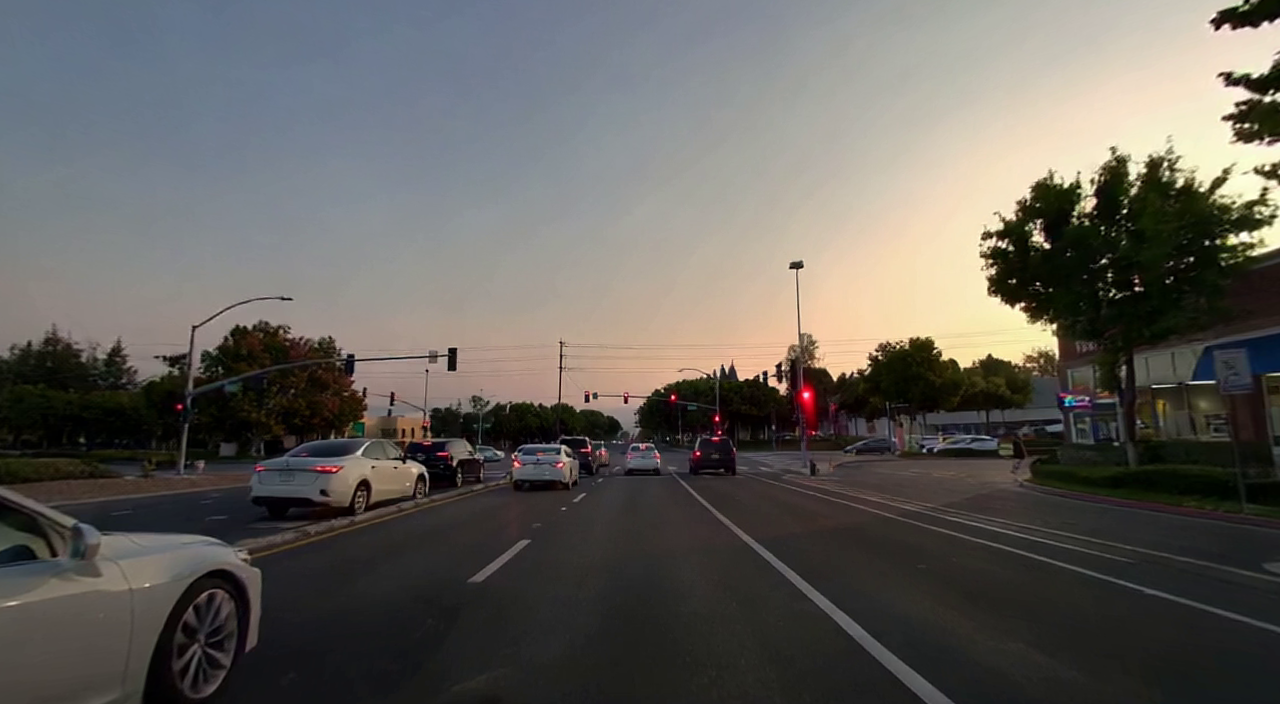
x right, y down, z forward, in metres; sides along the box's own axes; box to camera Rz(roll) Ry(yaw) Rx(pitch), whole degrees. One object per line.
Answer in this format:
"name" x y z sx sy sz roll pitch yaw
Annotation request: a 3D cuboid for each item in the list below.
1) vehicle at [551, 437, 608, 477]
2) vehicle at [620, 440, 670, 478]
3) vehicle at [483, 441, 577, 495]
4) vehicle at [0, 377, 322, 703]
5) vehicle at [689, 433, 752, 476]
"vehicle" -2.715 4.819 29.147 2.072 1.694 4.070 0 -9 2
"vehicle" 0.215 4.659 27.617 2.032 1.499 3.994 0 -9 1
"vehicle" -3.275 3.554 19.622 2.014 1.472 4.357 0 -9 2
"vehicle" -3.132 0.758 1.385 2.249 1.517 4.951 0 -9 0
"vehicle" 3.435 4.480 27.640 2.076 1.691 4.402 0 -9 -1
